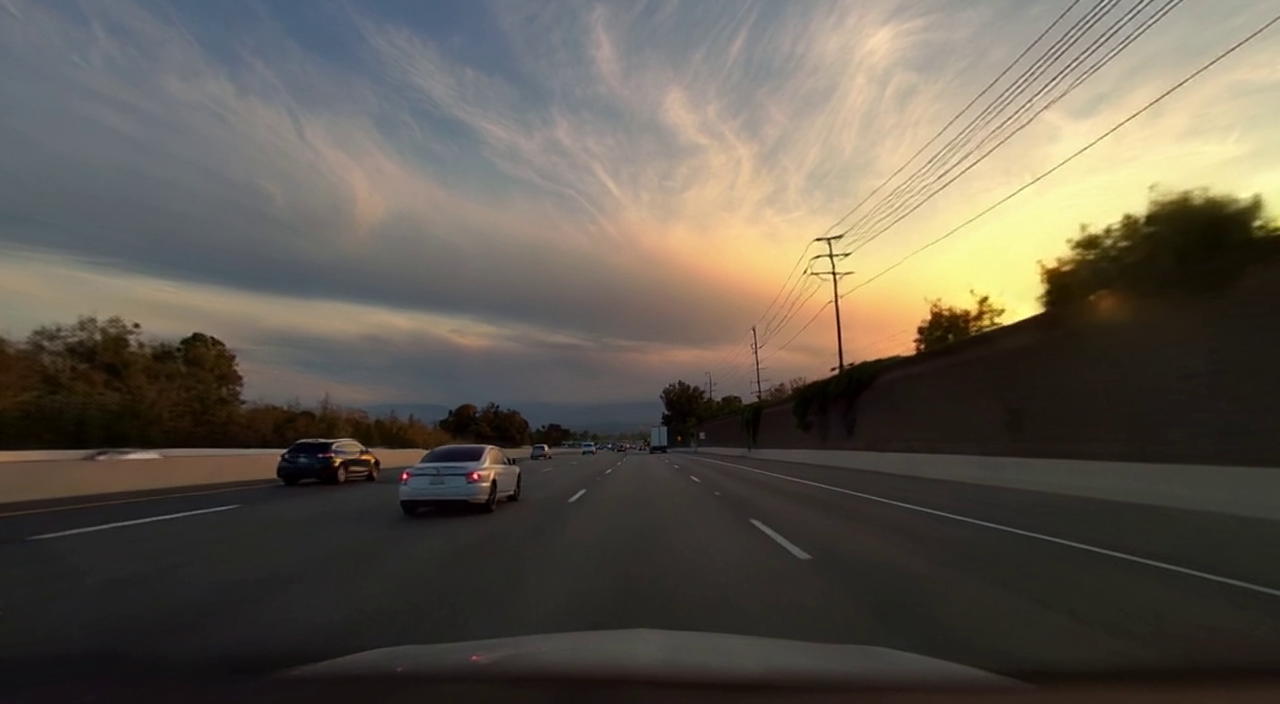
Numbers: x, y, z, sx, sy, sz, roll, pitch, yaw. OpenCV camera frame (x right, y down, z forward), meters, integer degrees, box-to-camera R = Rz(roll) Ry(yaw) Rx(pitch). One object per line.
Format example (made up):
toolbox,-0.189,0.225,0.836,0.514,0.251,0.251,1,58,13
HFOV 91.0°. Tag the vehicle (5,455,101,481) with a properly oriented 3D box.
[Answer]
vehicle,-38.612,7.615,41.574,1.853,1.560,4.602,0,-9,1

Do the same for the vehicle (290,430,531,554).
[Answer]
vehicle,-3.320,2.137,10.455,2.045,1.532,4.954,0,-9,1

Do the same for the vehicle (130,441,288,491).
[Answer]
vehicle,-14.577,3.856,21.746,2.039,1.516,4.780,0,-9,1
